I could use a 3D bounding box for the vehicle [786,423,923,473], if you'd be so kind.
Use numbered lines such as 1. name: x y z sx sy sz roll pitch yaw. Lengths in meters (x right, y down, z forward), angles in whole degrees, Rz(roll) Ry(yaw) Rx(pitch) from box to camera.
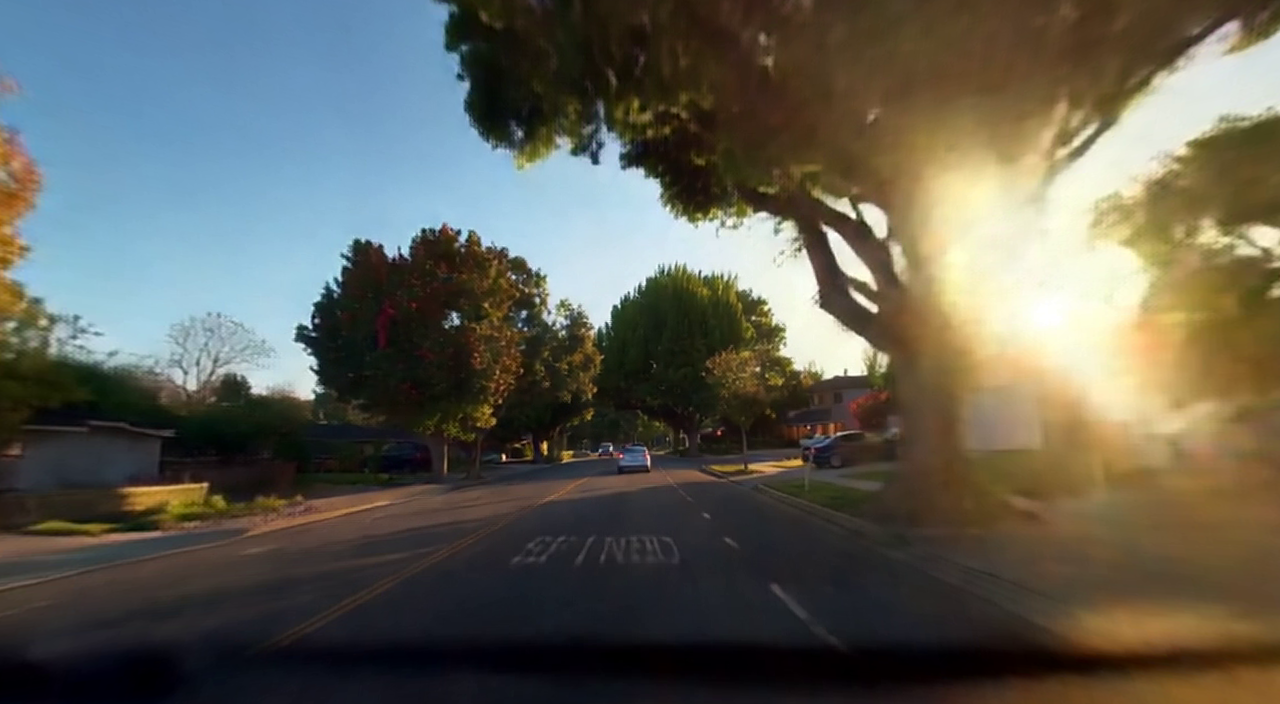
1. vehicle: 8.689 3.940 25.936 4.740 1.467 2.074 -6 -8 -3

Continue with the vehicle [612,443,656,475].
1. vehicle: -0.307 5.443 32.325 2.098 1.483 4.099 0 -9 0

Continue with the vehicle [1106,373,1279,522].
1. vehicle: 9.524 1.126 8.643 4.634 1.723 1.966 -4 -8 -2
